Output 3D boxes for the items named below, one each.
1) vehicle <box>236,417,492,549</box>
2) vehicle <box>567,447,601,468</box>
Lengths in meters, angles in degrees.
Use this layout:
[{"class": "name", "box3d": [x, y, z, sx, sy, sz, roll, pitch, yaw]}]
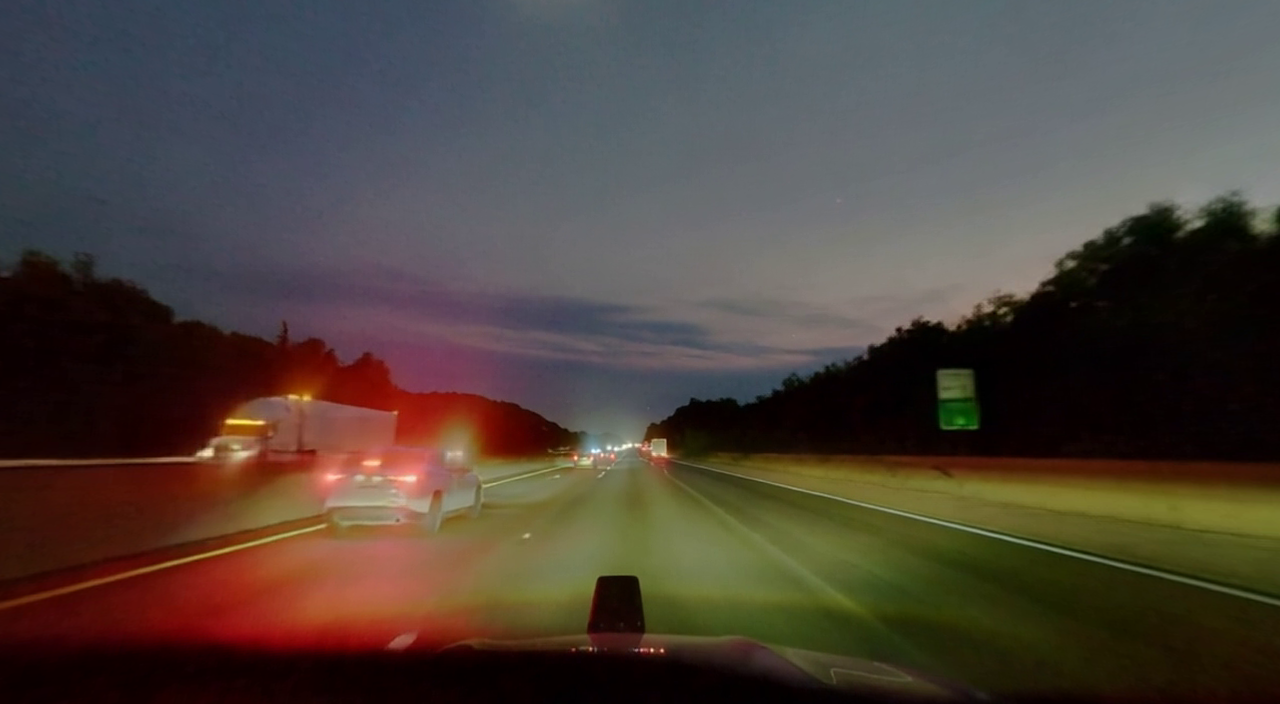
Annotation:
[{"class": "vehicle", "box3d": [-4.068, 2.040, 10.391, 2.108, 1.666, 4.558, 0, -9, 0]}, {"class": "vehicle", "box3d": [-4.104, 7.857, 46.962, 2.169, 1.473, 4.631, 0, -9, 0]}]
